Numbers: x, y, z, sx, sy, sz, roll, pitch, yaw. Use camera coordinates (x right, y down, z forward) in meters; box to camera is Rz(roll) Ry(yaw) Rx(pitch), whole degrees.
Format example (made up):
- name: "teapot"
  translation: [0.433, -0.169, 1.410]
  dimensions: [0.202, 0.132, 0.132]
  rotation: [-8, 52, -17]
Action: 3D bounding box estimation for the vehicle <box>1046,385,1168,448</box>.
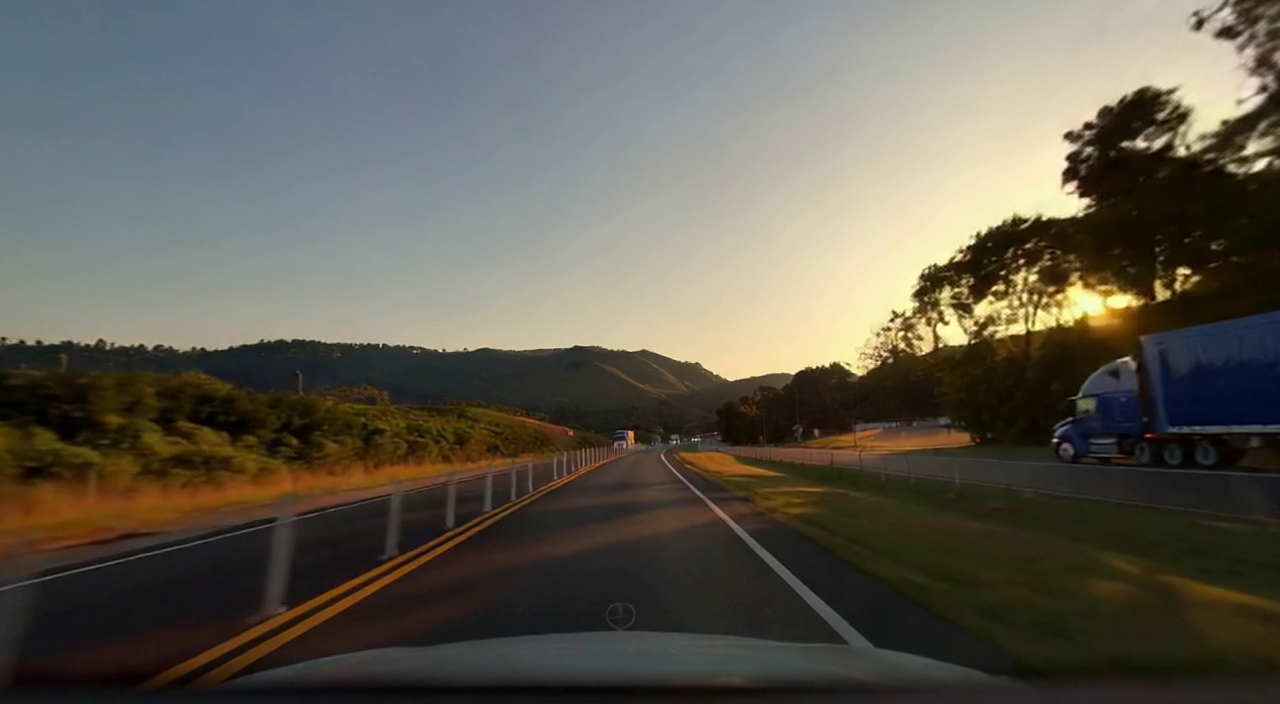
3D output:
- name: "vehicle"
  translation: [24.857, 3.553, 33.831]
  dimensions: [4.691, 3.097, 3.036]
  rotation: [-5, -9, 30]
